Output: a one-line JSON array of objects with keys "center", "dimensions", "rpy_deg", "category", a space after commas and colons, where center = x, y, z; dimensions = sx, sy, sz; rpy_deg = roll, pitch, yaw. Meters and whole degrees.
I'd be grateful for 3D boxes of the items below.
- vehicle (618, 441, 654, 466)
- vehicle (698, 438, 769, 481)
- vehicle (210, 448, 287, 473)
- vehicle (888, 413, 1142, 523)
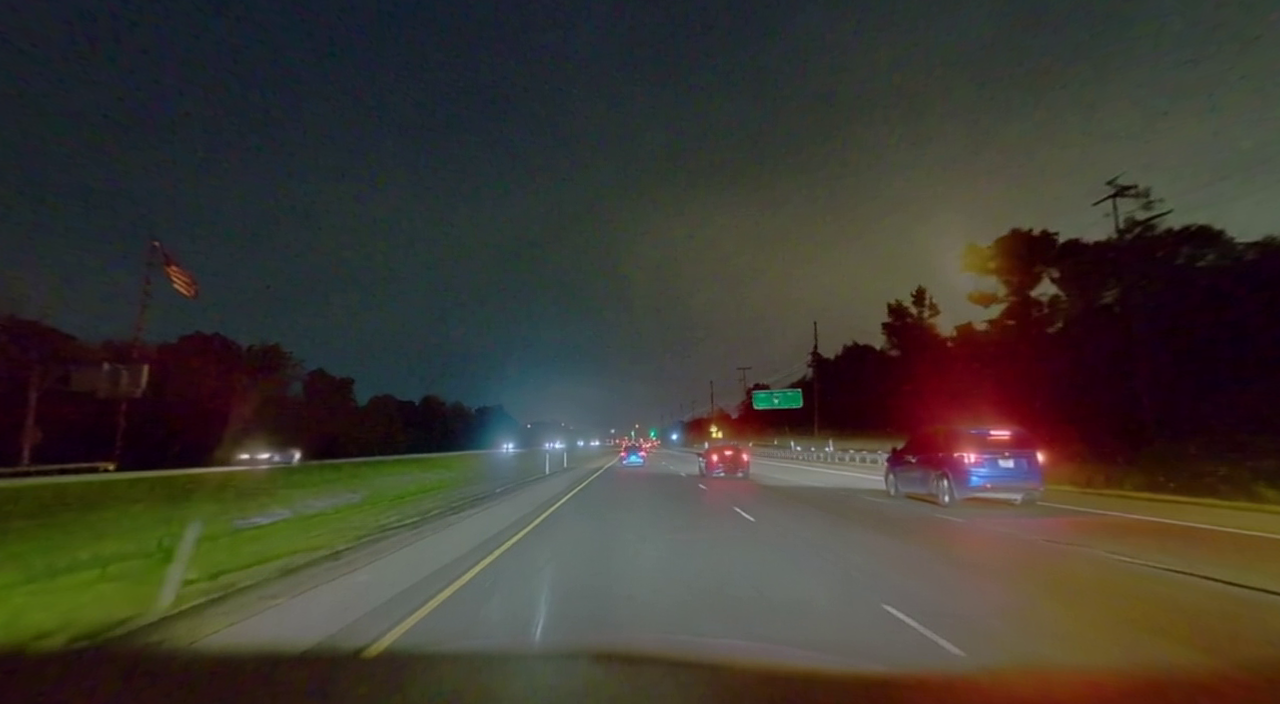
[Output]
[{"center": [-0.284, 6.270, 39.125], "dimensions": [2.085, 1.449, 3.860], "rpy_deg": [0, -8, -1], "category": "vehicle"}, {"center": [3.550, 4.172, 24.831], "dimensions": [1.978, 1.488, 4.252], "rpy_deg": [0, -8, -2], "category": "vehicle"}, {"center": [-24.949, 6.891, 40.517], "dimensions": [1.864, 1.444, 4.875], "rpy_deg": [0, -8, -1], "category": "vehicle"}, {"center": [7.126, 2.261, 12.843], "dimensions": [2.114, 1.800, 4.779], "rpy_deg": [0, -8, -1], "category": "vehicle"}]
